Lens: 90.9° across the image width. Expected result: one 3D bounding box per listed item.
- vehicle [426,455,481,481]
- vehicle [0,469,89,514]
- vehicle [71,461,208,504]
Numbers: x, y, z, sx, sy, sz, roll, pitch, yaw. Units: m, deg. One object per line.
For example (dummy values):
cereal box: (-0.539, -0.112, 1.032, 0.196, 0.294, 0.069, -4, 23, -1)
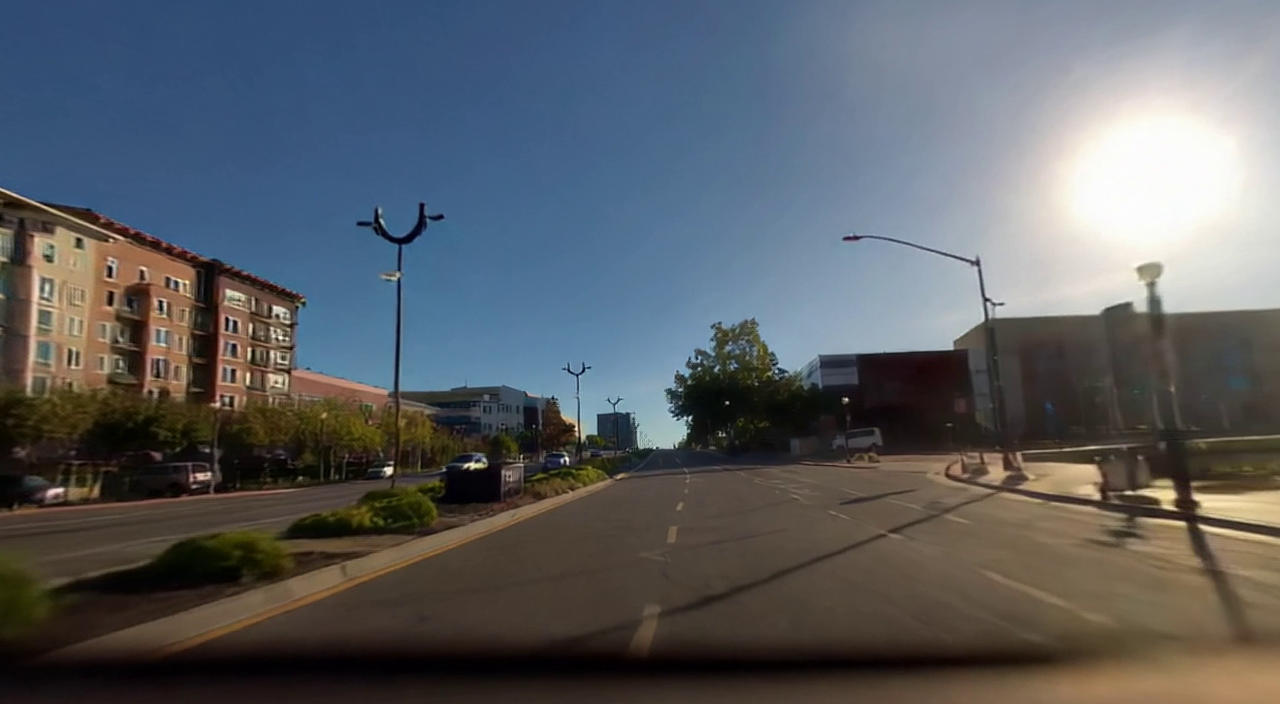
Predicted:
vehicle: (-12.776, 7.955, 43.487, 2.006, 1.633, 4.292, -1, -8, 7)
vehicle: (-28.655, 6.373, 28.931, 2.073, 1.772, 4.793, -1, -8, 7)
vehicle: (-28.261, 7.351, 35.982, 2.403, 2.020, 6.284, -1, -8, 4)
